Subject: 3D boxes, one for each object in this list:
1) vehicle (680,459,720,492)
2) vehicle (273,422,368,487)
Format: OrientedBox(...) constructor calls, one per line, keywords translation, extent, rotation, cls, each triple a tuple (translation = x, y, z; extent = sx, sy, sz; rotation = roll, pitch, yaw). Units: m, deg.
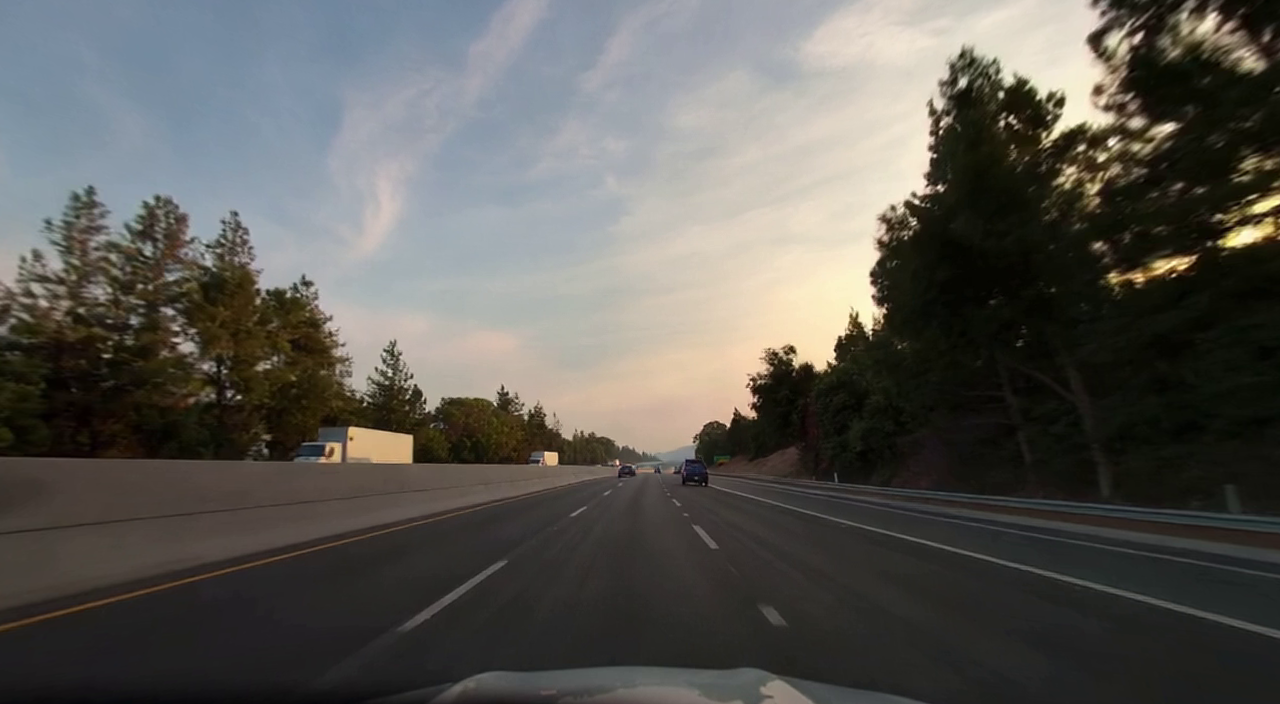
OrientedBox(translation=(3.696, 7.777, 39.778), extent=(2.093, 1.933, 4.623), rotation=(1, -10, 0), cls="vehicle")
OrientedBox(translation=(-21.374, 6.973, 42.611), extent=(3.009, 4.001, 5.877), rotation=(1, -10, 2), cls="vehicle")
